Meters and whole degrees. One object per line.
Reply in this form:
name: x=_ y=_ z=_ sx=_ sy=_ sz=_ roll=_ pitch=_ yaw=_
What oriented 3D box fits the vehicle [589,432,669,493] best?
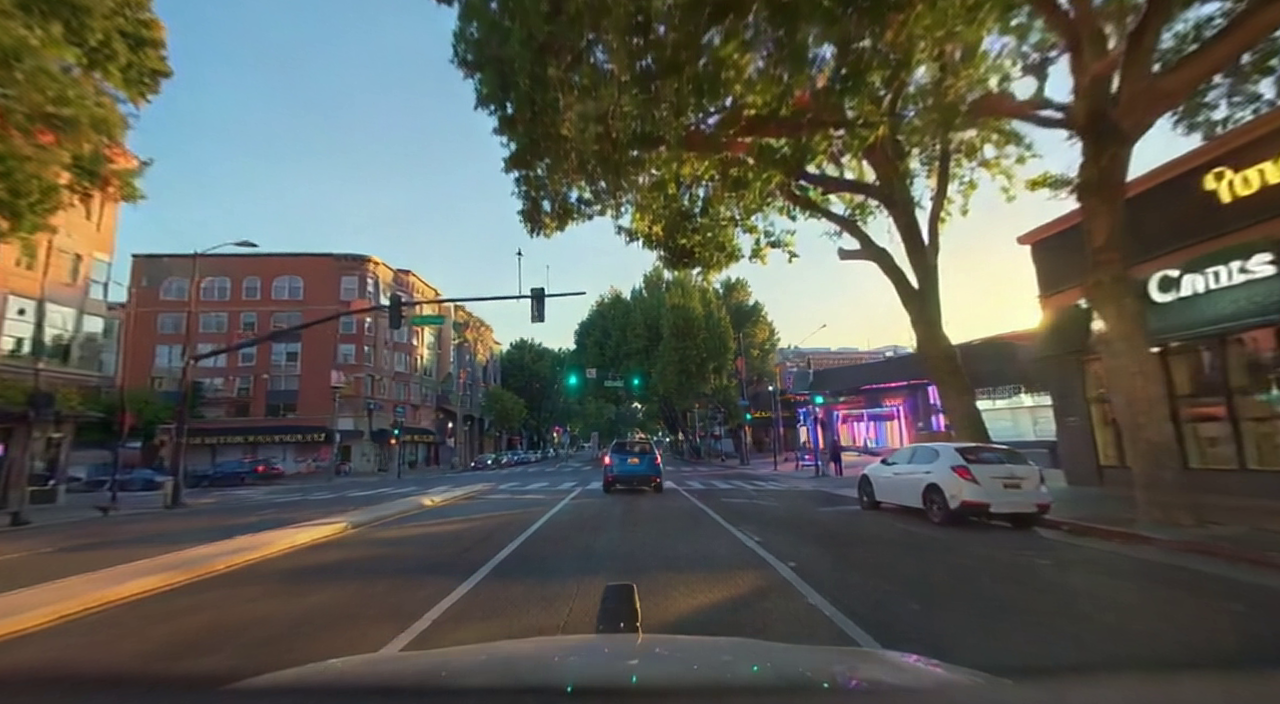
vehicle: x=-0.367 y=3.654 z=21.224 sx=2.382 sy=1.796 sz=4.610 roll=0 pitch=-9 yaw=-1

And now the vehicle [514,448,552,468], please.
vehicle: x=-8.398 y=8.374 z=49.961 sx=2.152 sy=1.468 sz=4.737 roll=0 pitch=-9 yaw=0

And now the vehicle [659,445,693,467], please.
vehicle: x=2.608 y=7.647 z=46.580 sx=2.209 sy=1.478 sz=4.138 roll=0 pitch=-9 yaw=-1

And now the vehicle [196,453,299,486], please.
vehicle: x=-21.863 y=6.520 z=35.273 sx=4.427 sy=1.757 sz=2.125 roll=-1 pitch=-9 yaw=9

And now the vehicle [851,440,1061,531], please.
vehicle: x=6.059 y=2.579 z=12.832 sx=1.986 sy=1.515 sz=4.265 roll=0 pitch=-9 yaw=-1
